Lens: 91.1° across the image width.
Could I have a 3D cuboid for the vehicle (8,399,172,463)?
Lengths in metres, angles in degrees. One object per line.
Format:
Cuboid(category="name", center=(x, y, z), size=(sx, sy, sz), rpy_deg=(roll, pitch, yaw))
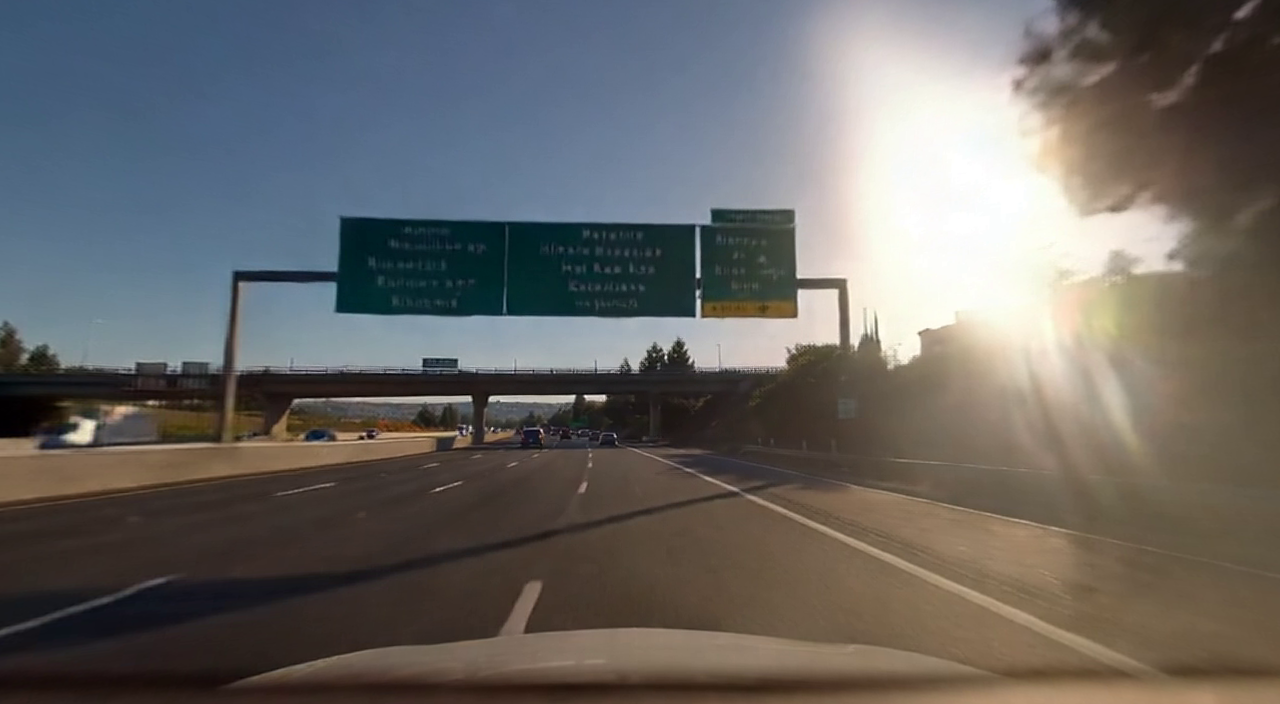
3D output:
Cuboid(category="vehicle", center=(-29.567, 4.333, 34.331), size=(2.628, 3.088, 7.182), rpy_deg=(0, -8, -3))
